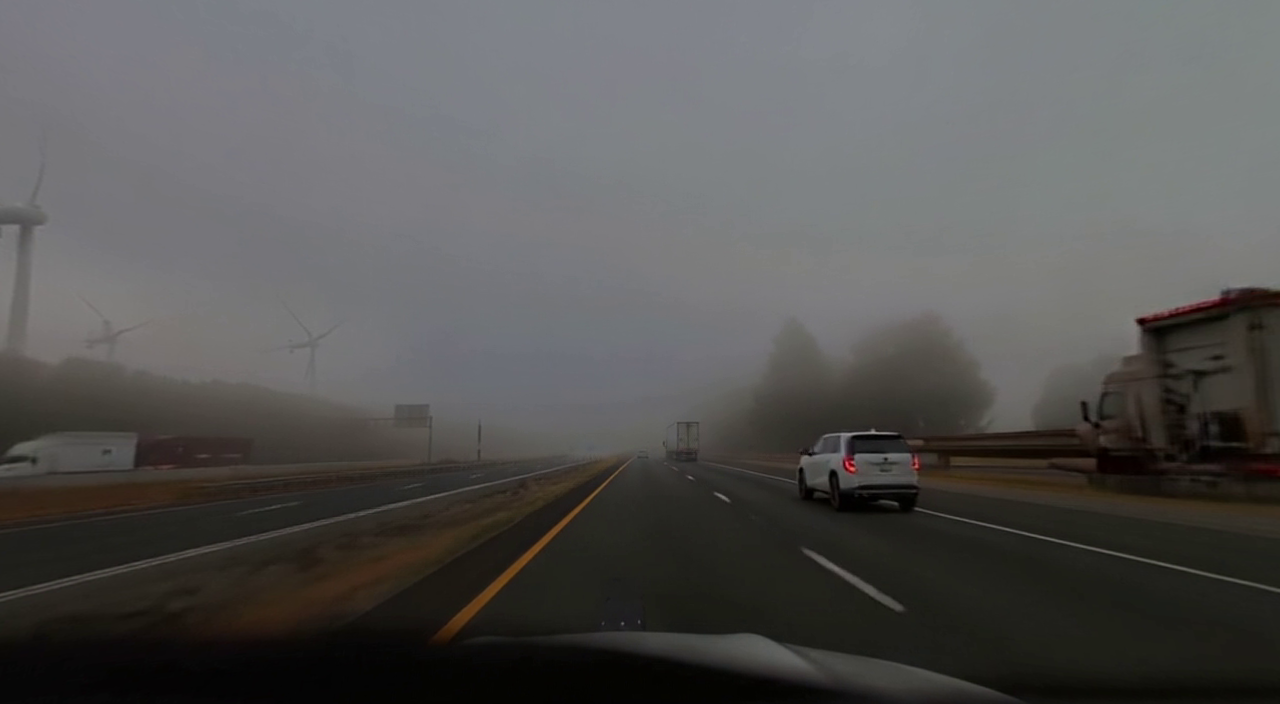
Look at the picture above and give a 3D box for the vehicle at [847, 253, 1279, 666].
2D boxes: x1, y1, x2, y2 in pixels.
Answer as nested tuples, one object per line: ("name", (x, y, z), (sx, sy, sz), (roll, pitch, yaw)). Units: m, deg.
("vehicle", (4.522, 1.053, 6.787), (2.609, 2.648, 5.397), (0, -9, -1))
